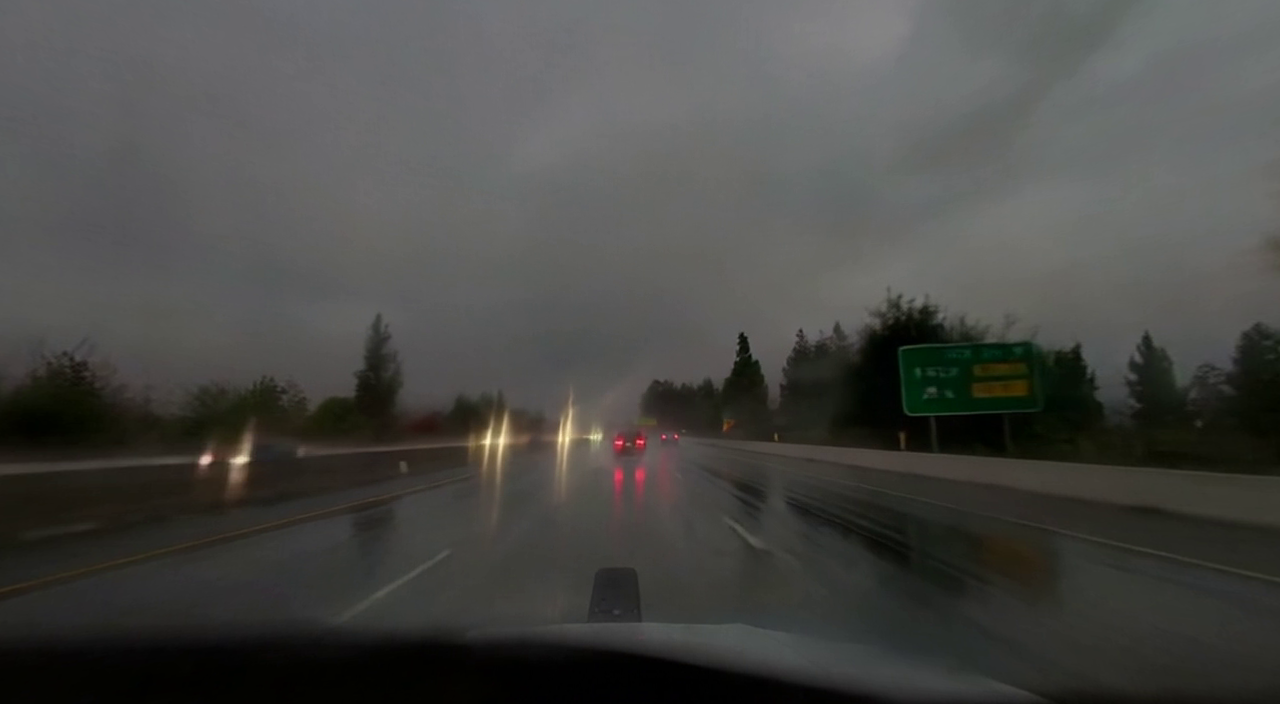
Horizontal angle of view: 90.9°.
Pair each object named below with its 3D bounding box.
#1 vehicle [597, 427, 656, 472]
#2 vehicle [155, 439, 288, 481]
[{"bbox_3d":[-0.509,3.732,24.454,2.094,1.600,3.666,0,-8,-1],"label":"vehicle"},{"bbox_3d":[-16.751,4.303,25.631,2.081,1.522,4.969,0,-8,-1],"label":"vehicle"}]
